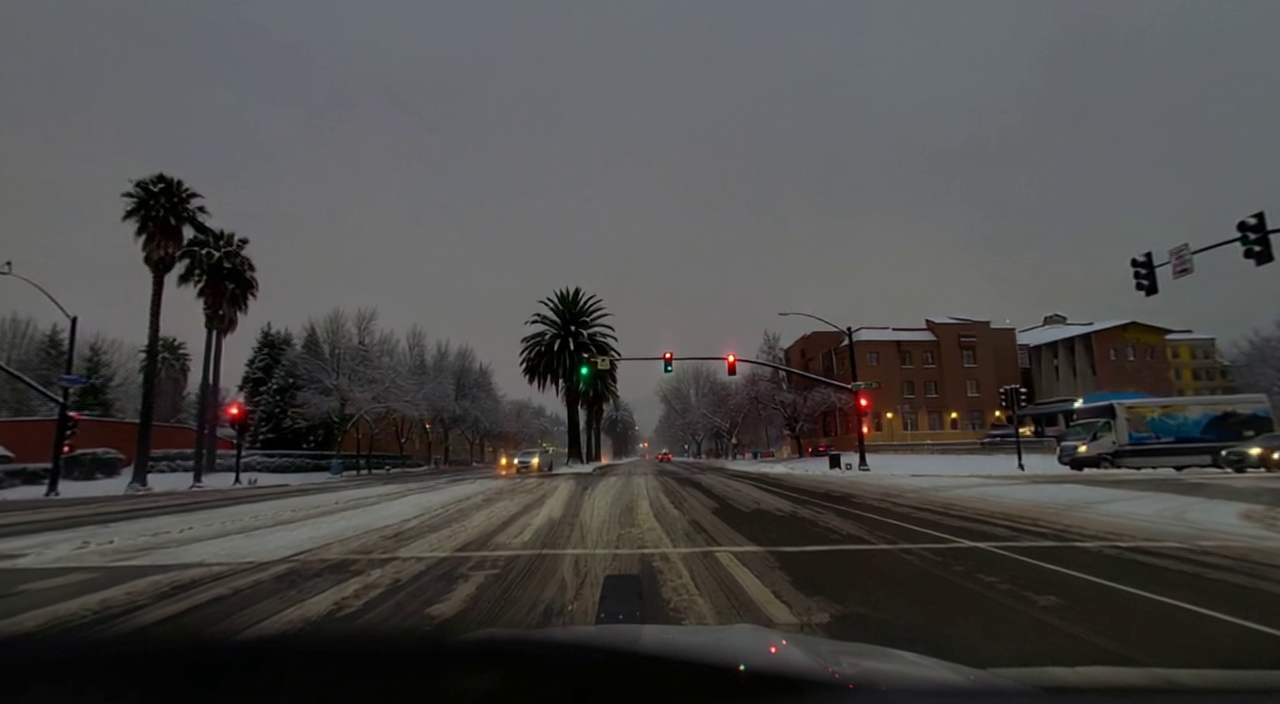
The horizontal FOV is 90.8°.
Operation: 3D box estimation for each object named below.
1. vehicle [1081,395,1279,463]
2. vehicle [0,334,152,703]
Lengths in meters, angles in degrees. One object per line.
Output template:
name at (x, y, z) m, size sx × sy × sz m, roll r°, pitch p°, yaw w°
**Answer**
vehicle at (32.583, 4.852, 39.008) m, size 2.863 × 3.609 × 10.252 m, roll 0°, pitch -8°, yaw -3°
vehicle at (-3.364, 0.535, 0.615) m, size 2.026 × 1.723 × 4.832 m, roll 0°, pitch -9°, yaw -2°
